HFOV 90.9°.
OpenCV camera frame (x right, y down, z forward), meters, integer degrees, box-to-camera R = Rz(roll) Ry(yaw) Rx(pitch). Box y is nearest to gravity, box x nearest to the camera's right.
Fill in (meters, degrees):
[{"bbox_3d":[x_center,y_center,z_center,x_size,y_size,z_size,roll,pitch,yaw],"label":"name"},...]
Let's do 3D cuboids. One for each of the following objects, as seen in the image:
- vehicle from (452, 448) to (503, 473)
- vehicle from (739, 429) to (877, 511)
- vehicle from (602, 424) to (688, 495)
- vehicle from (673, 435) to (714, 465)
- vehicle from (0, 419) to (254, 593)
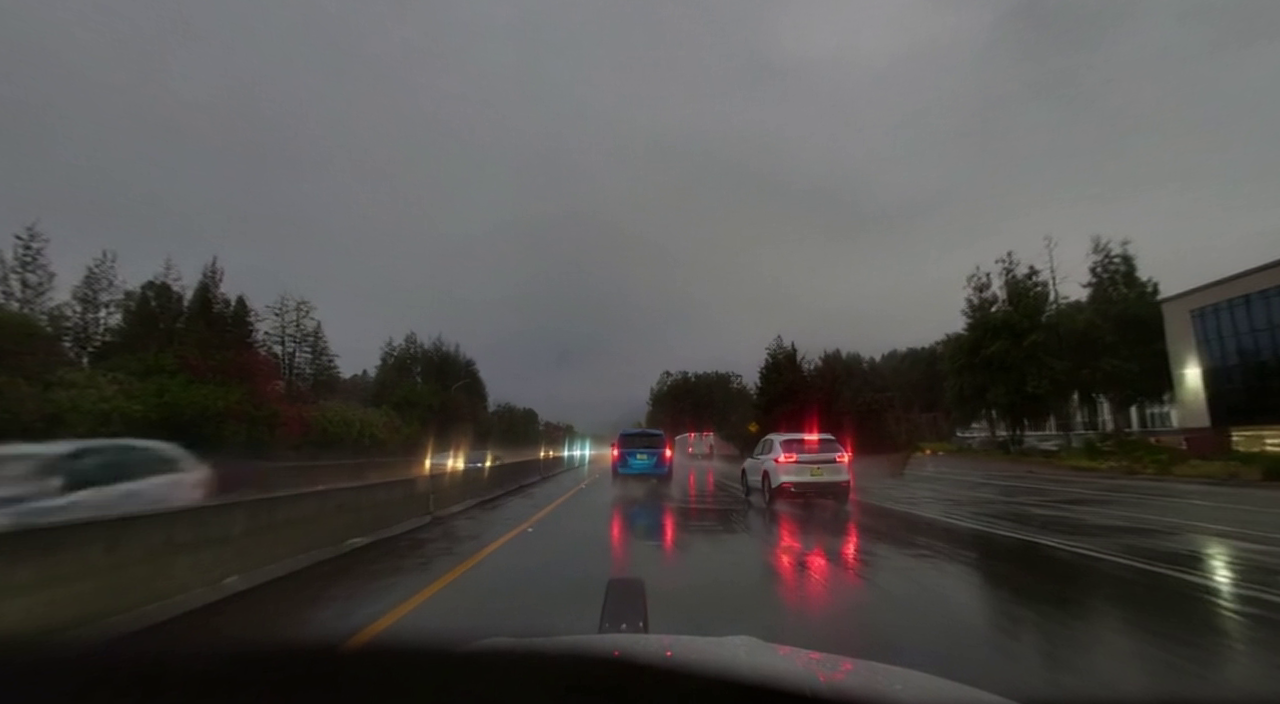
[{"bbox_3d":[-10.444,7.008,40.927,2.051,1.476,4.379,0,-9,1],"label":"vehicle"},{"bbox_3d":[3.641,2.650,14.565,2.042,1.592,4.047,0,-9,0],"label":"vehicle"},{"bbox_3d":[0.148,3.206,19.060,2.290,1.862,4.454,0,-9,0],"label":"vehicle"},{"bbox_3d":[3.794,7.113,45.773,2.328,1.987,5.440,0,-9,-2],"label":"vehicle"},{"bbox_3d":[-7.118,1.669,7.368,2.201,1.622,4.716,0,-9,0],"label":"vehicle"}]
